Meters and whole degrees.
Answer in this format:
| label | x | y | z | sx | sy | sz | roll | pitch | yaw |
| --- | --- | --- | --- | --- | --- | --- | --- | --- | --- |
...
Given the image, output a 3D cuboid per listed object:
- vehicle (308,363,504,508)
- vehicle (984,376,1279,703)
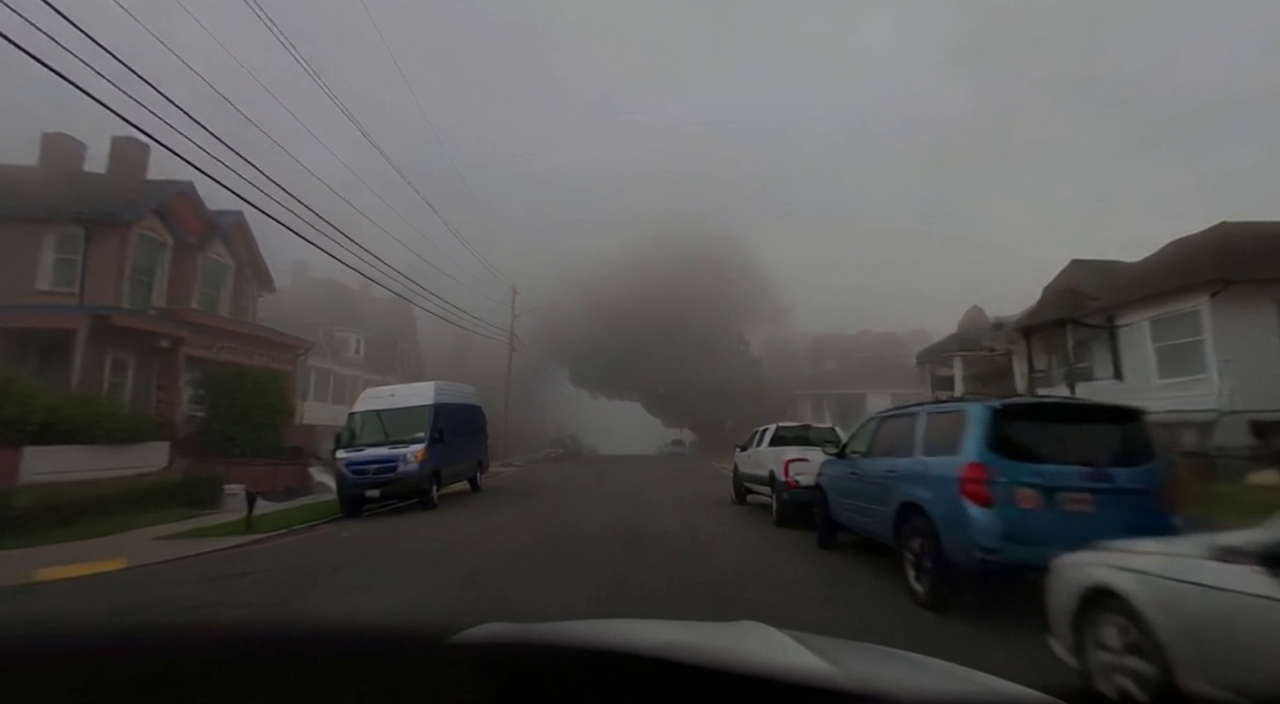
| label | x | y | z | sx | sy | sz | roll | pitch | yaw |
| --- | --- | --- | --- | --- | --- | --- | --- | --- | --- |
| vehicle | -6.680 | 2.490 | 19.597 | 3.115 | 3.562 | 7.695 | -1 | -6 | 0 |
| vehicle | 3.329 | 0.865 | 1.870 | 2.010 | 1.661 | 4.615 | 0 | -9 | 0 |
